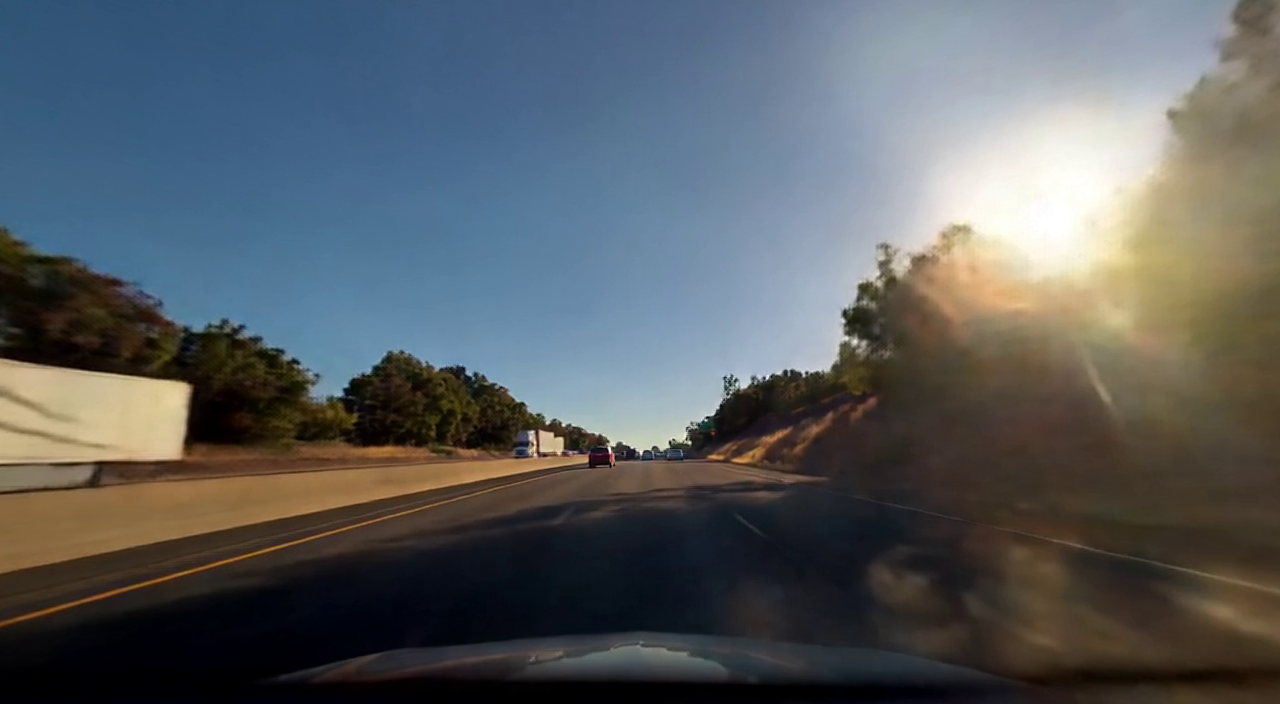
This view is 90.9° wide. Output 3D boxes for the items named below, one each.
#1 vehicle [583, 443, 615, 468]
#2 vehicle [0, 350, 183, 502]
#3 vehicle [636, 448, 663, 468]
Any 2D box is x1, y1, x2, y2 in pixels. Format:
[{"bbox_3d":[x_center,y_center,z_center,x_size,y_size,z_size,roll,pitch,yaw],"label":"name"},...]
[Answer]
[{"bbox_3d":[-3.095,7.939,48.424,2.143,1.770,4.283,0,-9,1],"label":"vehicle"},{"bbox_3d":[-18.888,1.923,16.560,2.878,4.108,14.364,0,-9,1],"label":"vehicle"},{"bbox_3d":[0.705,8.247,49.183,2.036,1.519,4.225,0,-9,1],"label":"vehicle"}]
